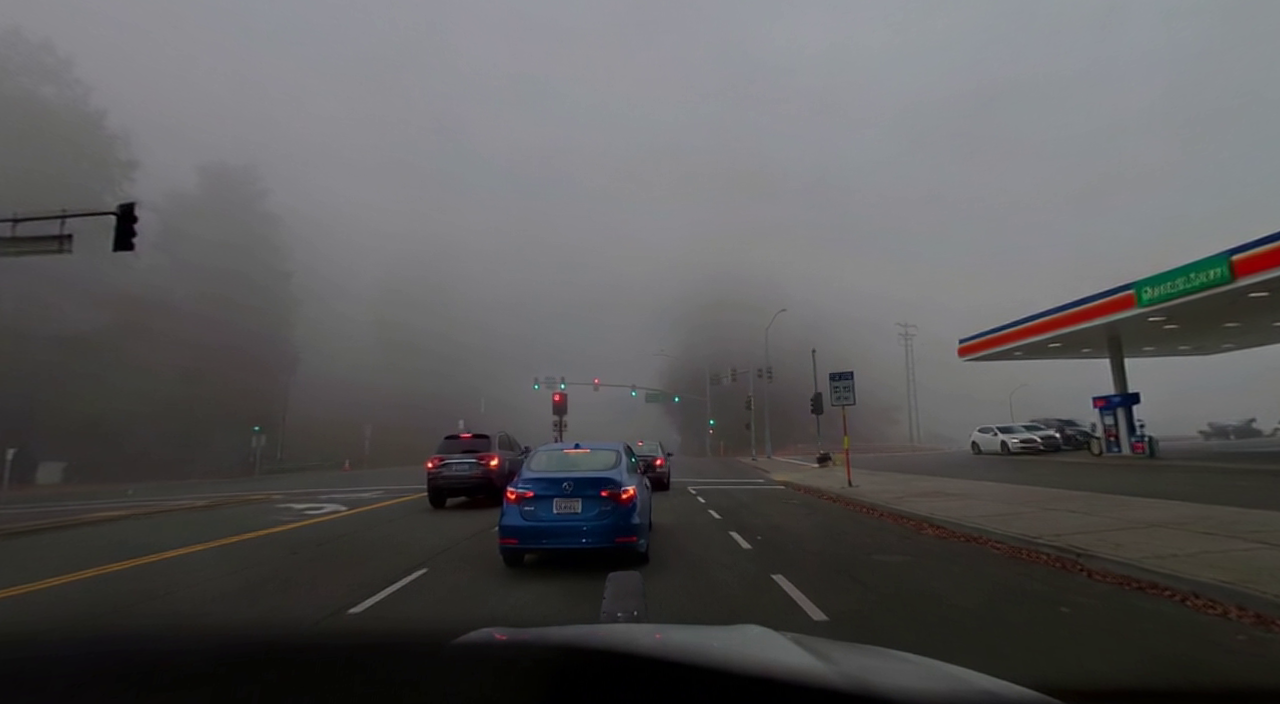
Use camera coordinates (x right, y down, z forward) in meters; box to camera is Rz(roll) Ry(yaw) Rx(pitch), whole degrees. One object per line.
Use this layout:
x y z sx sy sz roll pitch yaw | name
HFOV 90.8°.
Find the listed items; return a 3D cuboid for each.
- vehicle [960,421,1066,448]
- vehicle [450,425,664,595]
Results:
21.802 4.861 37.044 4.874 1.502 2.048 0 -8 1 | vehicle
-0.669 1.751 7.962 1.916 1.510 4.447 0 -8 2 | vehicle
